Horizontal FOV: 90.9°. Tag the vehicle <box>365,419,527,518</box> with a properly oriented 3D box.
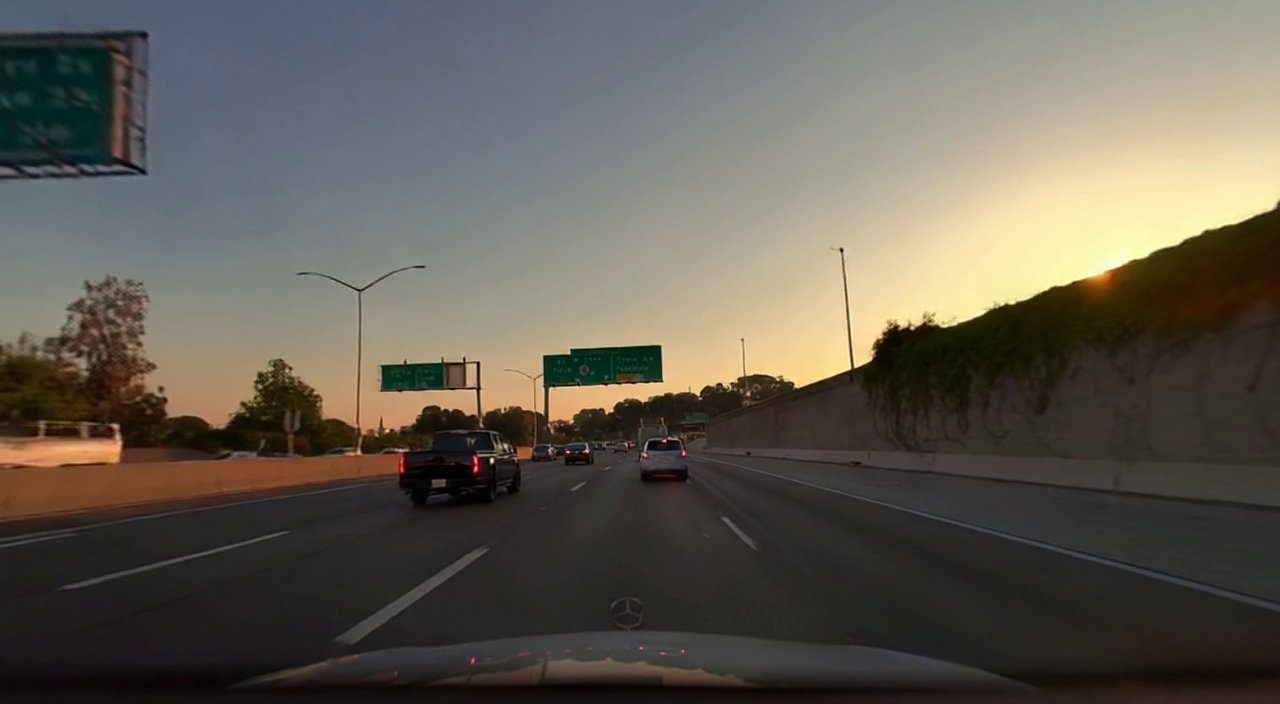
[{"bbox_3d":[-4.021,2.526,14.190,1.954,1.792,5.187,0,-9,0],"label":"vehicle"}]

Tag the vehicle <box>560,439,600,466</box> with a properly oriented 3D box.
[{"bbox_3d":[-3.735,6.396,40.109,1.961,1.591,4.756,0,-8,1],"label":"vehicle"}]

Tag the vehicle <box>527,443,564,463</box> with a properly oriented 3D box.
[{"bbox_3d":[-7.265,7.872,49.108,2.081,1.463,4.749,0,-8,1],"label":"vehicle"}]

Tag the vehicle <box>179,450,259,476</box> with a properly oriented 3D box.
[{"bbox_3d":[-24.491,6.454,36.863,1.907,1.430,3.878,0,-8,2],"label":"vehicle"}]

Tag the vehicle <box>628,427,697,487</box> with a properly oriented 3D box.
[{"bbox_3d":[0.699,3.526,21.528,2.083,1.792,4.782,0,-9,0],"label":"vehicle"}]

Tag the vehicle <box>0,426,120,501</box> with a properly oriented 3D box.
[{"bbox_3d":[-16.213,2.768,15.755,2.058,1.758,4.937,-1,-8,3],"label":"vehicle"}]
